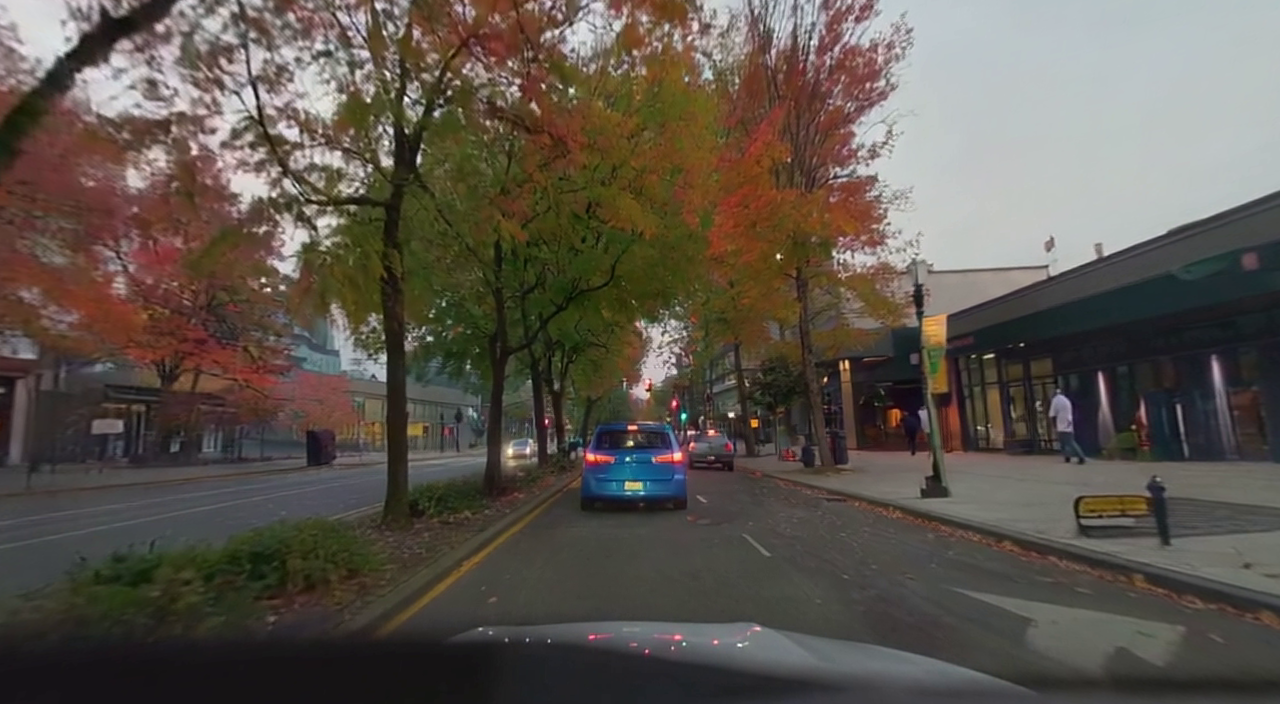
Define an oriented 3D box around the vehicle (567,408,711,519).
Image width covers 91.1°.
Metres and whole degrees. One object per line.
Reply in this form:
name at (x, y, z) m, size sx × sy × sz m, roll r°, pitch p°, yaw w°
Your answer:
vehicle at (-0.055, 2.037, 12.021) m, size 2.274 × 1.736 × 4.083 m, roll 0°, pitch -8°, yaw -1°
